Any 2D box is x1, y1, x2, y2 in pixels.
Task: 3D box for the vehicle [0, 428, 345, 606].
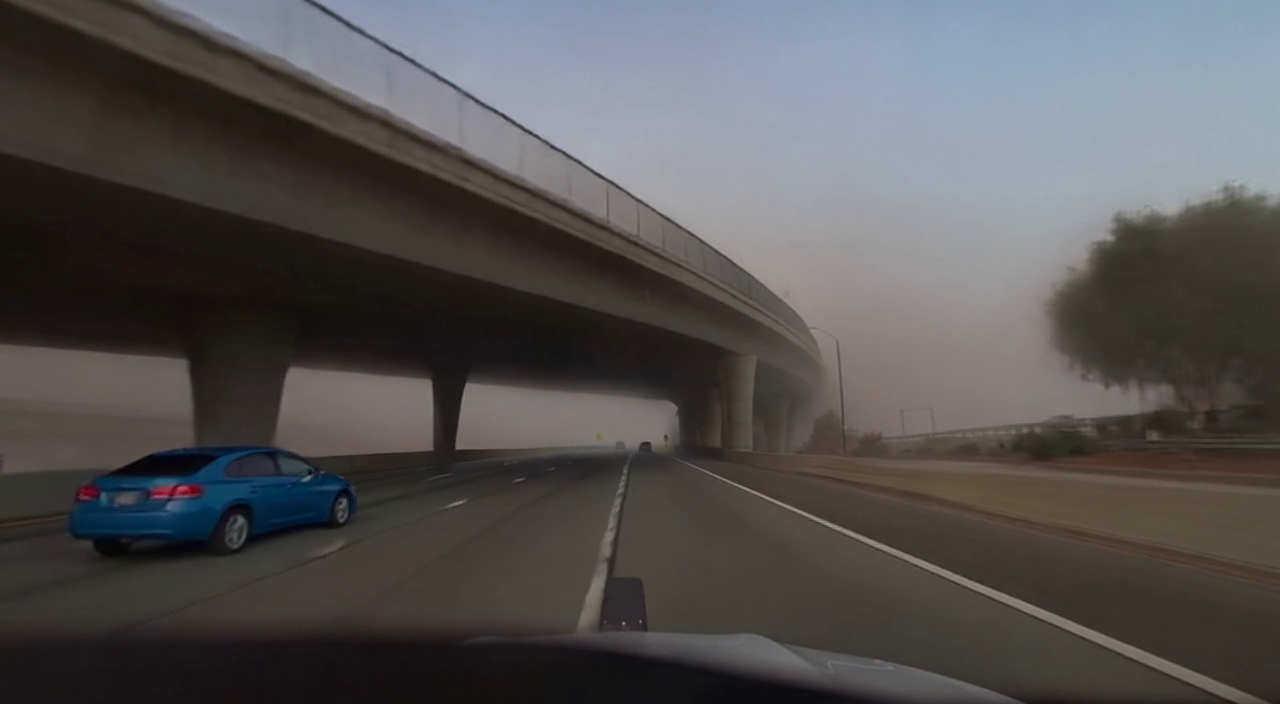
[{"bbox_3d":[-5.860,1.791,7.904,2.105,1.551,4.602,0,-8,0],"label":"vehicle"}]
